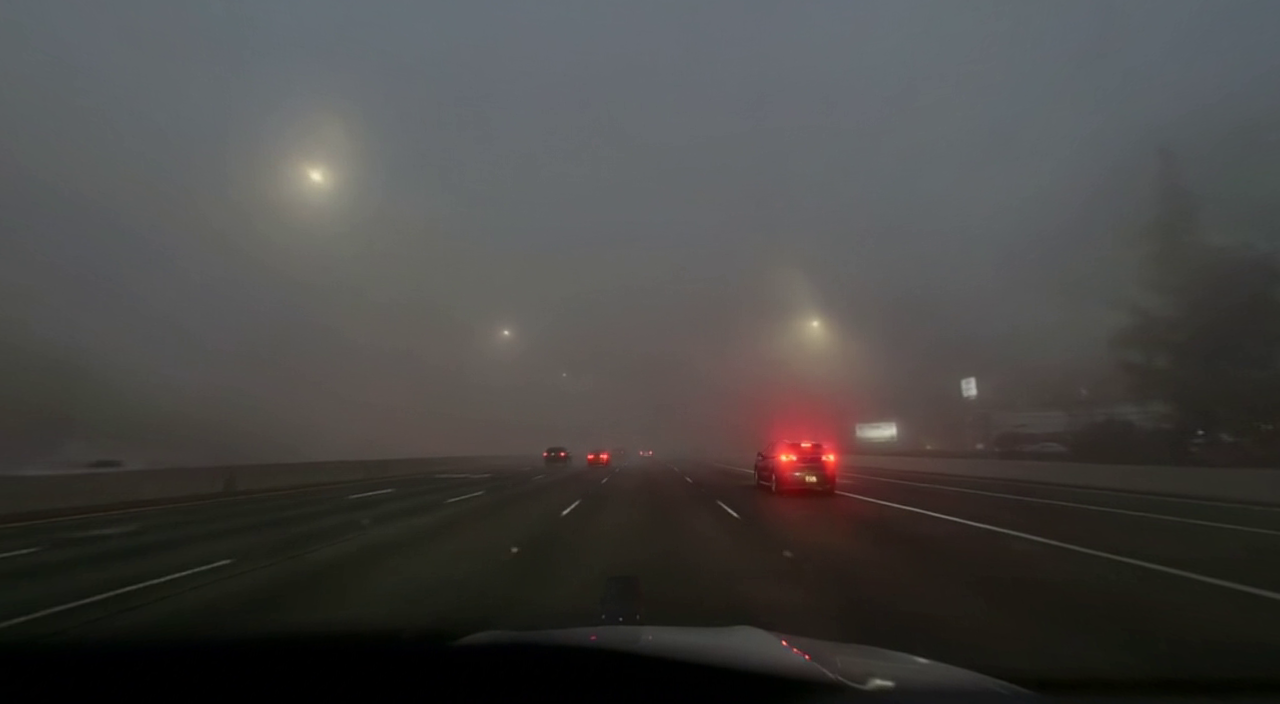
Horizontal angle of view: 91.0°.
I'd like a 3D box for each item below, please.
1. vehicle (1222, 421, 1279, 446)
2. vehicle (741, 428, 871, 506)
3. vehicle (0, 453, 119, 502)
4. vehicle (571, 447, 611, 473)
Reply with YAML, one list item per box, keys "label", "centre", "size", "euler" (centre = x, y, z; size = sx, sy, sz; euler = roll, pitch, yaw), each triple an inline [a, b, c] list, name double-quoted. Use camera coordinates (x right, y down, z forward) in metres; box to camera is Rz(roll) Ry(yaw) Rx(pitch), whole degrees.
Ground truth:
- label: "vehicle"
  centre: [44.927, 5.840, 45.017]
  size: [4.543, 1.707, 1.983]
  euler: [0, -9, -1]
- label: "vehicle"
  centre: [4.197, 3.006, 16.851]
  size: [2.109, 1.764, 4.704]
  euler: [0, -9, -1]
- label: "vehicle"
  centre: [-23.567, 4.749, 24.244]
  size: [2.206, 1.671, 5.566]
  euler: [0, -9, 0]
- label: "vehicle"
  centre: [-3.016, 6.728, 39.436]
  size: [2.139, 1.510, 4.506]
  euler: [0, -9, 0]
